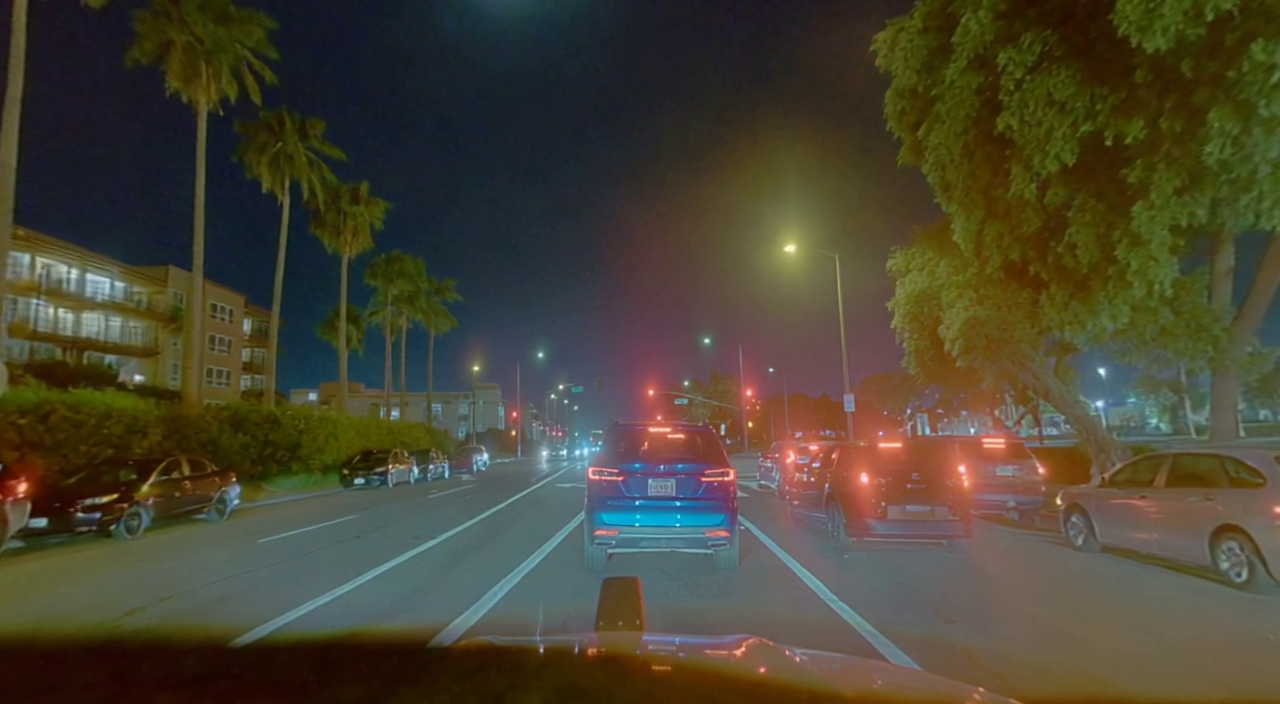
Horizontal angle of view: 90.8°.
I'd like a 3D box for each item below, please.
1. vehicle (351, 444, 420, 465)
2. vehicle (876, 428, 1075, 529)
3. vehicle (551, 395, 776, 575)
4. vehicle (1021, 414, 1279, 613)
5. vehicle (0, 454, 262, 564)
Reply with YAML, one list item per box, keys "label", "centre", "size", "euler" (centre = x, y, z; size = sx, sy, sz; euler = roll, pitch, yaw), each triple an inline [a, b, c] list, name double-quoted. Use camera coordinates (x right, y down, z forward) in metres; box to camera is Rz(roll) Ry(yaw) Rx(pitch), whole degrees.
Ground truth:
- label: "vehicle"
  centre: [-18.739, 7.508, 46.648]
  size: [1.759, 1.457, 4.297]
  euler: [-7, -11, 38]
- label: "vehicle"
  centre: [6.663, 2.528, 13.238]
  size: [1.930, 1.736, 4.329]
  euler: [-1, -8, 3]
- label: "vehicle"
  centre: [0.253, 1.652, 8.572]
  size: [2.264, 1.798, 4.258]
  euler: [0, -8, 1]
- label: "vehicle"
  centre: [6.435, 1.600, 6.926]
  size: [1.935, 1.672, 4.139]
  euler: [0, -8, 1]
- label: "vehicle"
  centre: [-9.559, 2.785, 11.913]
  size: [2.054, 1.467, 4.595]
  euler: [-4, -8, 0]
